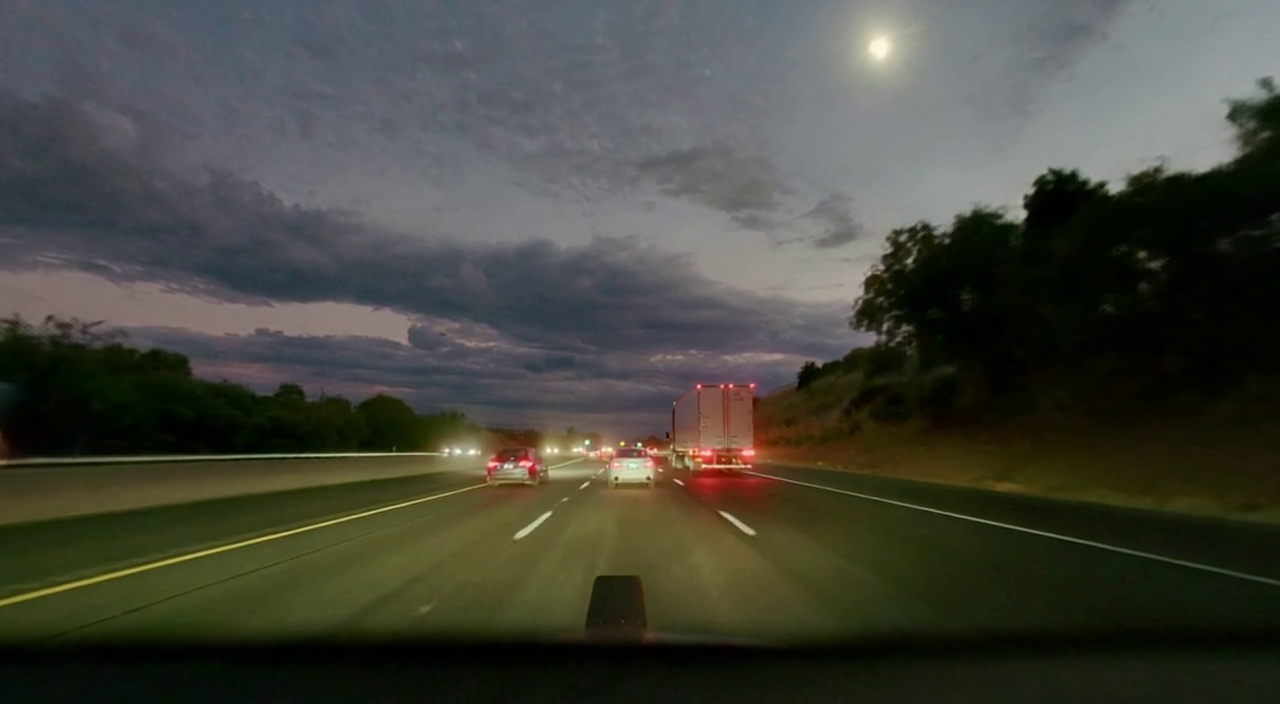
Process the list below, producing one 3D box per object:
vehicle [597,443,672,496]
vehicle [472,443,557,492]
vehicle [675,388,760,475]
[{"bbox_3d":[-0.178,3.509,19.156,2.023,1.400,4.028,0,-9,-1],"label":"vehicle"},{"bbox_3d":[-4.132,3.896,21.579,2.017,1.460,4.382,0,-9,0],"label":"vehicle"},{"bbox_3d":[4.076,4.851,37.079,2.905,4.109,14.332,0,-9,-1],"label":"vehicle"}]
